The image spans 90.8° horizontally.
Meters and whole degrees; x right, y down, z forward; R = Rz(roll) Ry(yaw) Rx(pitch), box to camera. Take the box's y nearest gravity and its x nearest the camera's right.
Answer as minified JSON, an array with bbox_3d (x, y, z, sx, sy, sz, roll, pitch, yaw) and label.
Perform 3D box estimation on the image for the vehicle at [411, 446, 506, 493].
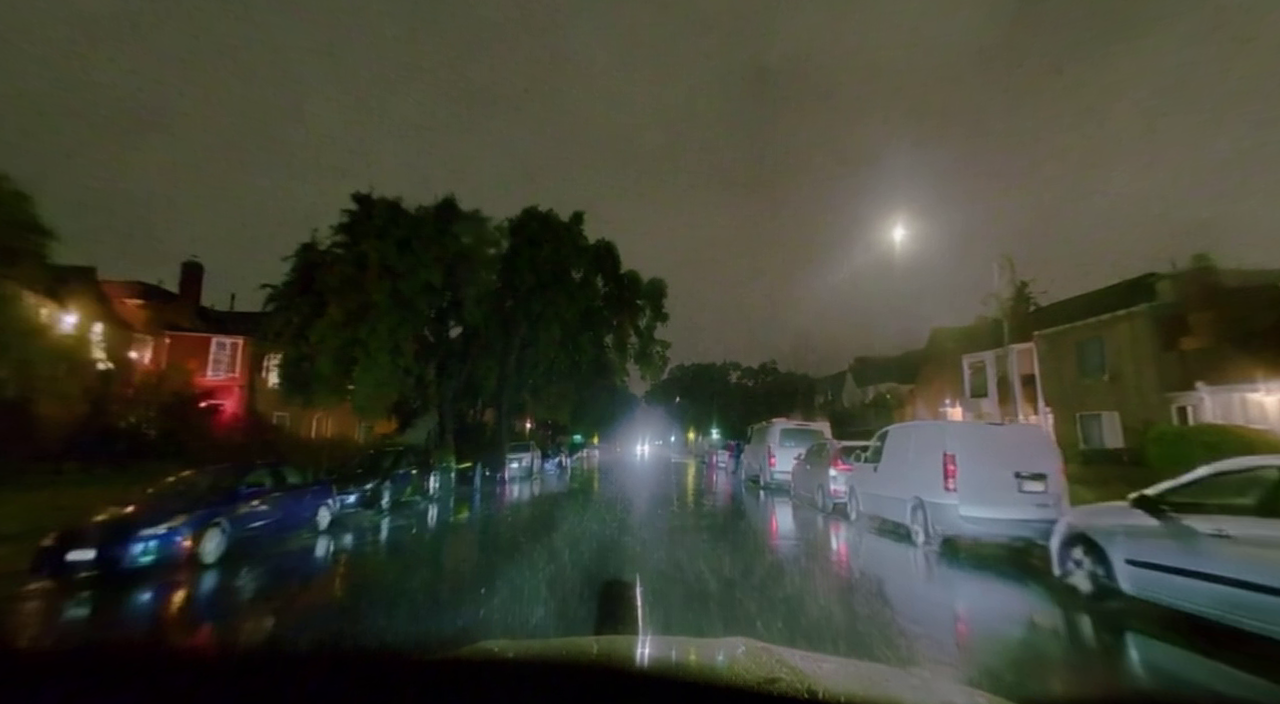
[{"bbox_3d":[-6.336,4.143,22.748,1.869,1.467,4.921,-1,-8,1],"label":"vehicle"}]

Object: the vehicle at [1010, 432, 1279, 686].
[{"bbox_3d":[4.570,1.222,3.875,1.811,1.439,4.521,0,-8,-1],"label":"vehicle"}]

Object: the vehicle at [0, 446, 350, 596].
[{"bbox_3d":[-6.292,2.152,9.105,1.840,1.476,4.739,-2,-8,2],"label":"vehicle"}]

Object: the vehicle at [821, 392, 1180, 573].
[{"bbox_3d":[4.588,1.781,9.481,2.072,1.883,5.576,0,-8,0],"label":"vehicle"}]
